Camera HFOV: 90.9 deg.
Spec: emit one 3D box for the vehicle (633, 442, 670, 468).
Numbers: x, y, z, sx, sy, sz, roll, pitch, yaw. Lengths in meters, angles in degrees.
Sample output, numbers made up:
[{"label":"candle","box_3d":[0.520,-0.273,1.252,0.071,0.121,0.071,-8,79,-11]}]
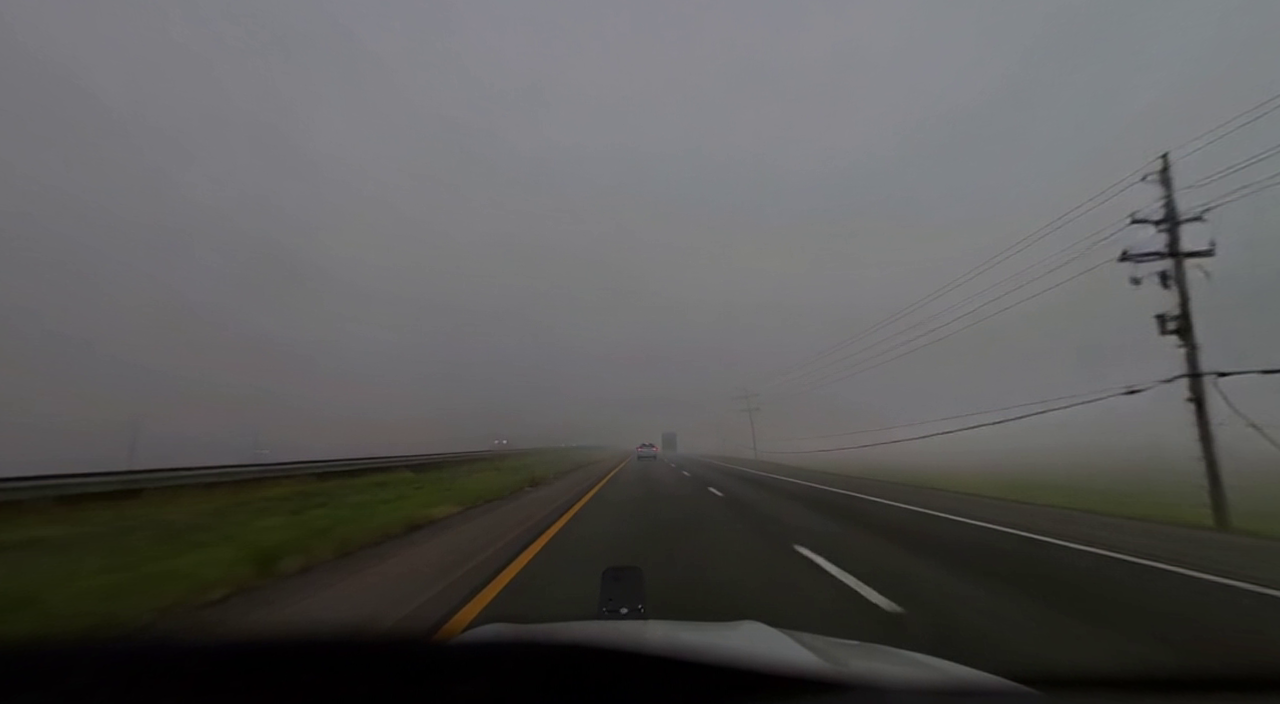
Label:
[{"label":"vehicle","box_3d":[0.741,6.515,40.120,2.192,1.556,4.132,-1,-8,1]}]
